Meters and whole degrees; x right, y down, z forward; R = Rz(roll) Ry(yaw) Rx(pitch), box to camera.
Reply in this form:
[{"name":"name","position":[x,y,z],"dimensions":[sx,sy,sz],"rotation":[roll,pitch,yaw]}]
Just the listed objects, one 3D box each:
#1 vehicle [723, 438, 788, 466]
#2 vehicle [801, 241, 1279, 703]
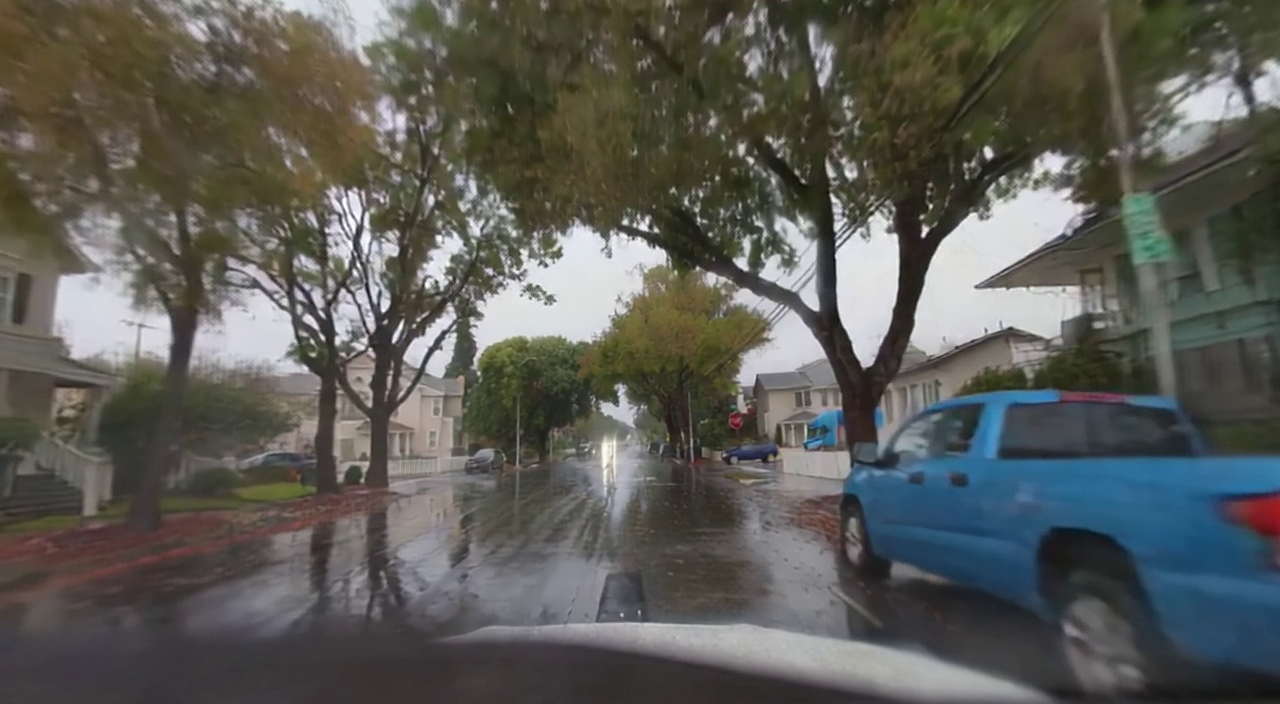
[{"name":"vehicle","position":[7.573,6.583,41.650],"dimensions":[3.867,1.710,2.107],"rotation":[0,-8,0]},{"name":"vehicle","position":[2.707,0.945,3.888],"dimensions":[2.126,1.795,4.751],"rotation":[0,-8,-1]}]
